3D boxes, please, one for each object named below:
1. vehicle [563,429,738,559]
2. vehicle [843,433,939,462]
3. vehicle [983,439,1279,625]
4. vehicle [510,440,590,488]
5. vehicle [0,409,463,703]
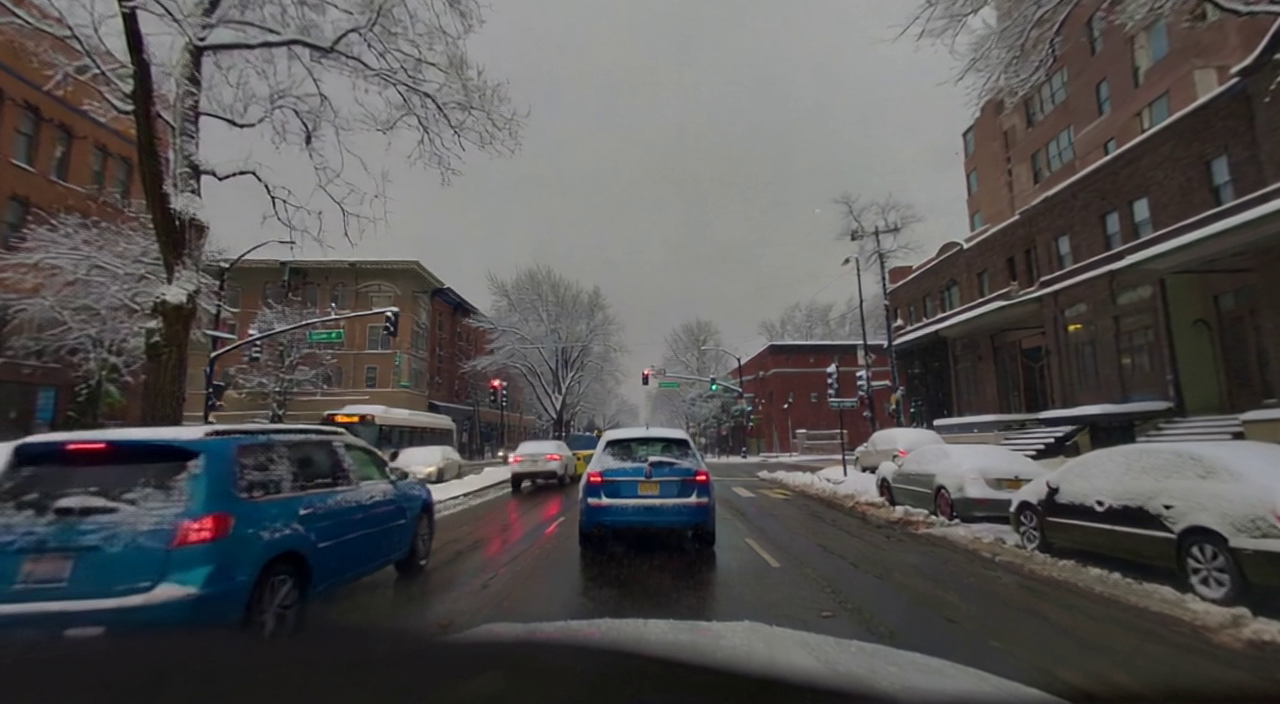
[{"bbox_3d":[0.088,1.914,9.131,2.022,1.481,3.564,0,-9,-1],"label":"vehicle"},{"bbox_3d":[16.445,6.283,41.502,5.345,1.811,2.175,0,-9,-1],"label":"vehicle"},{"bbox_3d":[5.984,1.710,6.895,1.873,1.453,4.579,0,-9,0],"label":"vehicle"},{"bbox_3d":[-3.009,3.847,22.027,2.131,1.486,4.089,0,-9,1],"label":"vehicle"},{"bbox_3d":[-3.115,1.366,5.261,1.970,1.492,4.534,0,-9,0],"label":"vehicle"}]
